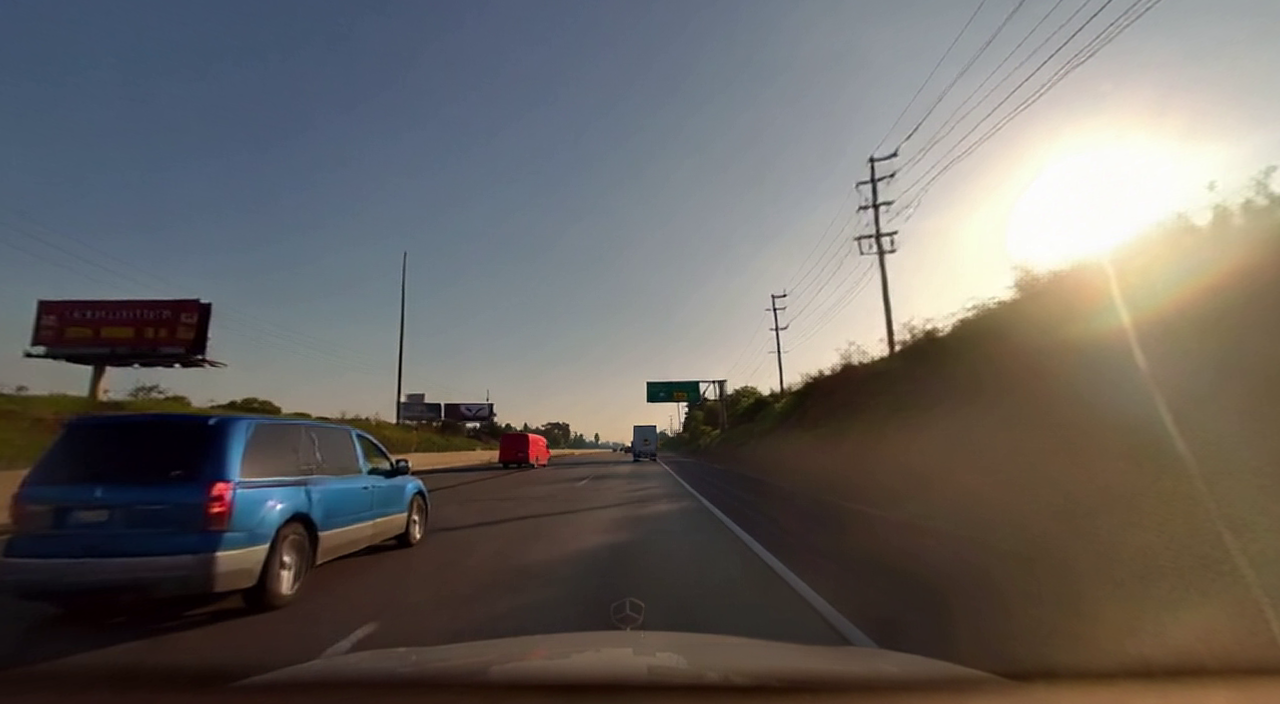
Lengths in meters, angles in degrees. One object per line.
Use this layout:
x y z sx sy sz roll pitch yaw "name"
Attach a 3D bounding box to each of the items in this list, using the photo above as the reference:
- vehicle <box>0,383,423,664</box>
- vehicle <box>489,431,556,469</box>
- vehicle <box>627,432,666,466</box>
-4.113 1.407 6.328 2.145 1.730 4.729 0 -8 0 "vehicle"
-6.935 5.936 38.123 2.695 2.084 6.836 0 -8 1 "vehicle"
0.428 7.128 46.270 2.692 2.279 5.695 0 -8 0 "vehicle"
